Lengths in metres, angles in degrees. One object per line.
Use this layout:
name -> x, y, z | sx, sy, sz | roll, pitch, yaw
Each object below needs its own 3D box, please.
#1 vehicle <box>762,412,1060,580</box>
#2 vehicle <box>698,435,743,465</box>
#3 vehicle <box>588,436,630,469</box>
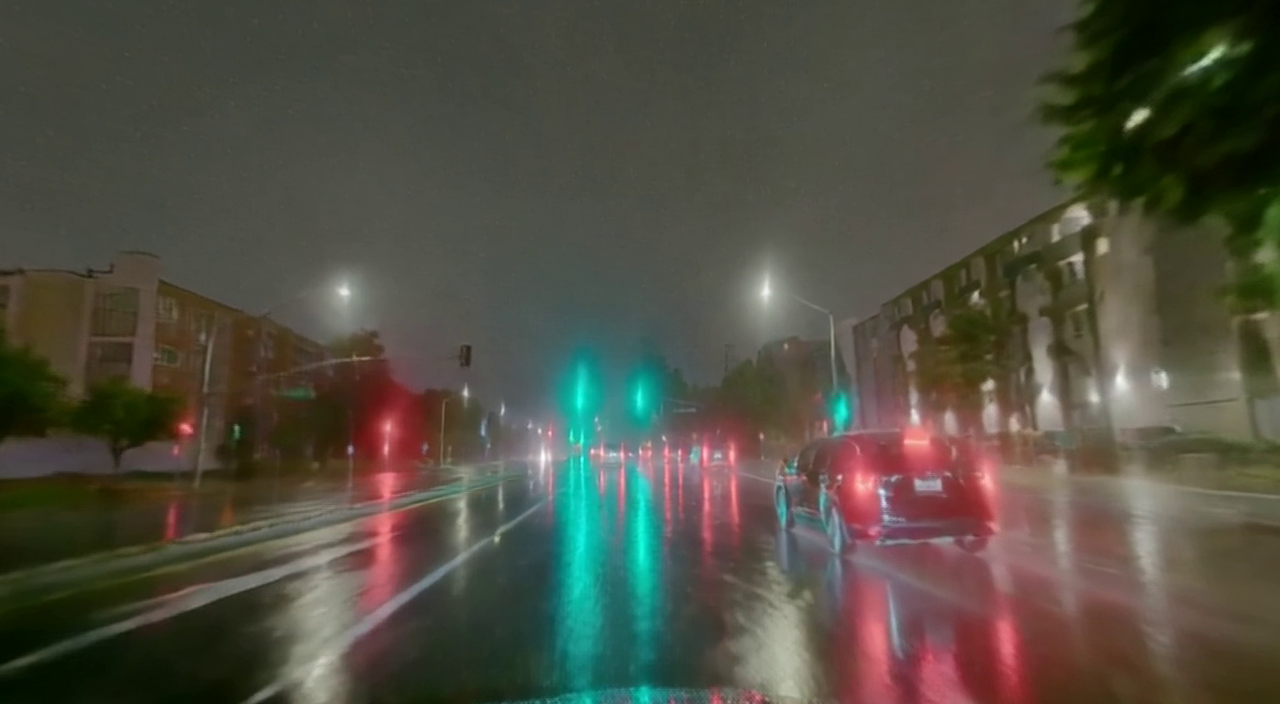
vehicle -> 3.197, 1.798, 8.759 | 1.893, 1.664, 4.670 | 1, -8, -2
vehicle -> 5.373, 6.666, 43.069 | 2.052, 1.886, 5.297 | 1, -8, -4
vehicle -> -1.680, 5.431, 34.251 | 2.101, 1.641, 4.341 | 1, -8, -2
